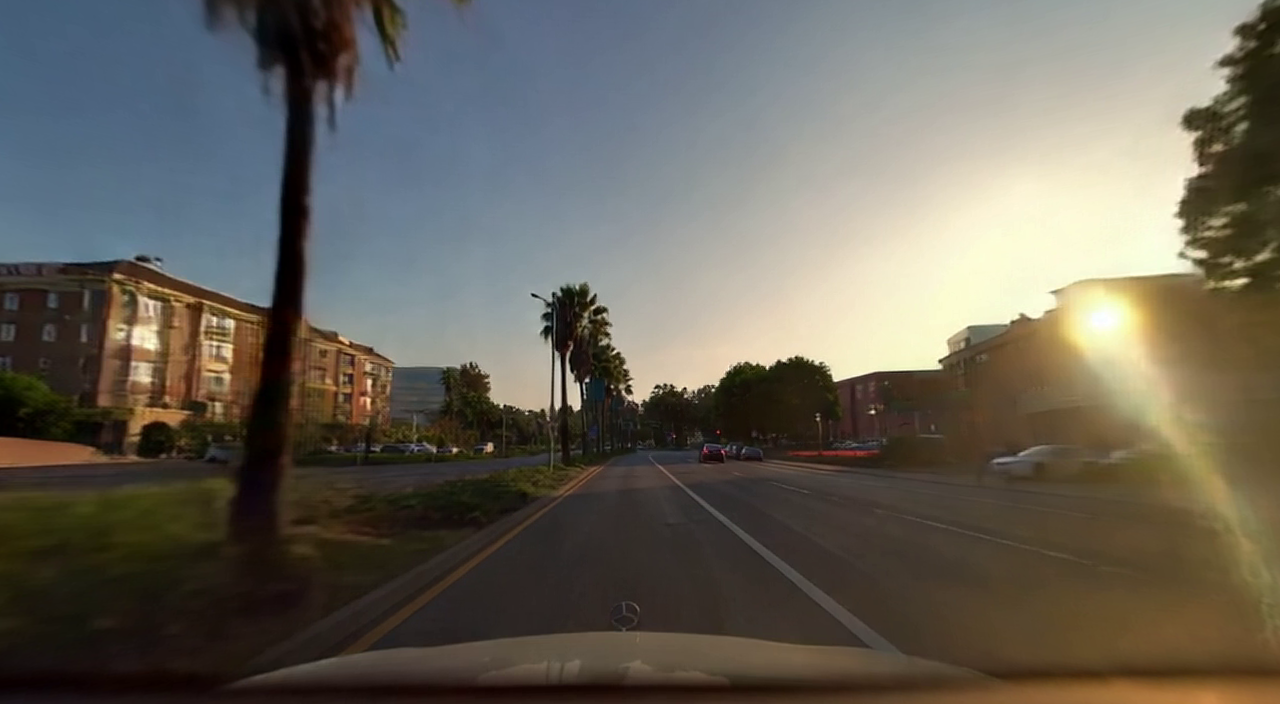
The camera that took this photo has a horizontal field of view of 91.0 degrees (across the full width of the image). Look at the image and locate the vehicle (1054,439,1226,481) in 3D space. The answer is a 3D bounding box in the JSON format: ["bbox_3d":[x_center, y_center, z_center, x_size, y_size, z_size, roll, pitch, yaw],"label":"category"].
[{"bbox_3d":[17.794,3.860,22.583,4.526,1.429,1.815,0,-9,2],"label":"vehicle"}]
